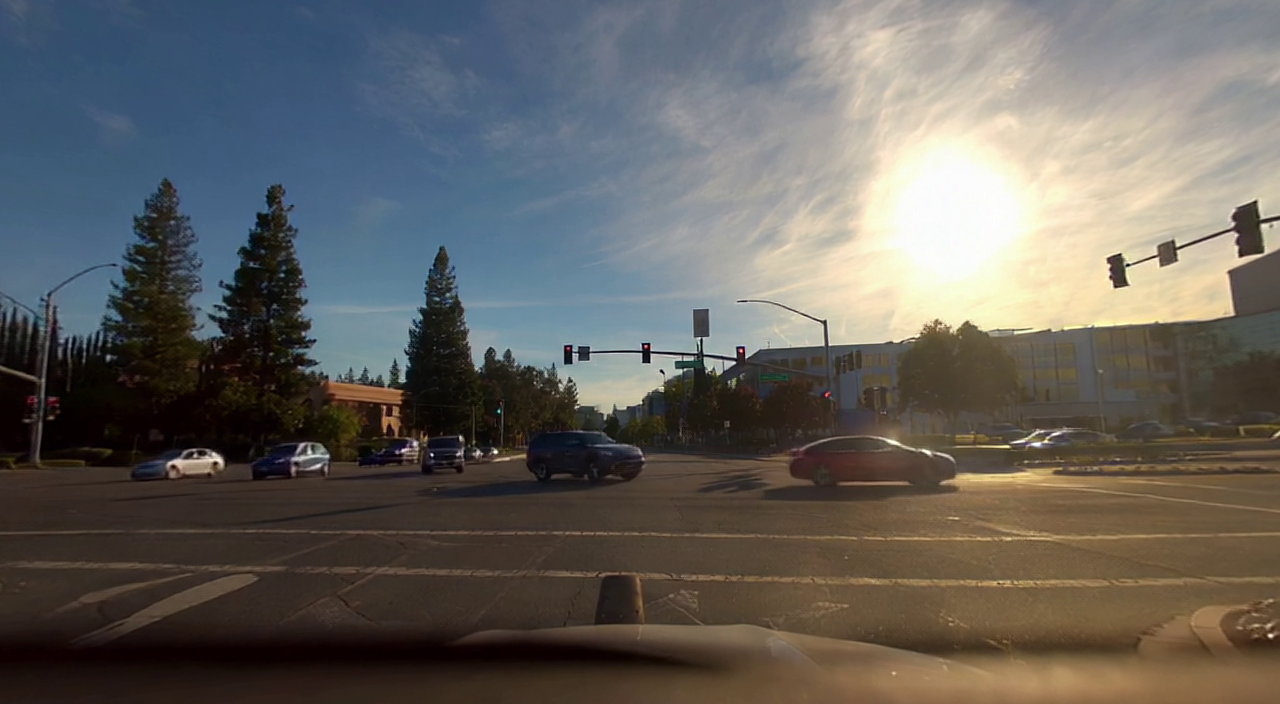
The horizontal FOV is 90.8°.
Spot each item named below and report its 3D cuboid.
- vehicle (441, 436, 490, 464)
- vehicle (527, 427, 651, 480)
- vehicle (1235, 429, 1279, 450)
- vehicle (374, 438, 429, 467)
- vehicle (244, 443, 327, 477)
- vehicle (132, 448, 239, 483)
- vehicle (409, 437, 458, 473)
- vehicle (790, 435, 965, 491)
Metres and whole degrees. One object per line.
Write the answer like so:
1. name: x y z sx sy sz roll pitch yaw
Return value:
1. vehicle: -13.090 7.389 47.670 2.223 1.972 5.310 0 -8 0
2. vehicle: -2.077 3.988 24.869 4.767 1.877 2.017 -7 -11 39
3. vehicle: 45.687 6.280 45.251 1.786 1.412 4.330 0 -9 0
4. vehicle: -16.403 6.970 43.758 1.977 1.878 4.575 0 -9 0
5. vehicle: -19.739 5.986 35.401 2.088 1.743 4.417 0 -9 0
6. vehicle: -23.209 5.755 32.515 2.041 1.642 4.628 0 -9 0
7. vehicle: -10.680 5.272 32.527 1.982 1.678 4.180 3 -9 -22
8. vehicle: 6.891 3.252 18.741 4.532 1.467 2.135 -3 -9 18
